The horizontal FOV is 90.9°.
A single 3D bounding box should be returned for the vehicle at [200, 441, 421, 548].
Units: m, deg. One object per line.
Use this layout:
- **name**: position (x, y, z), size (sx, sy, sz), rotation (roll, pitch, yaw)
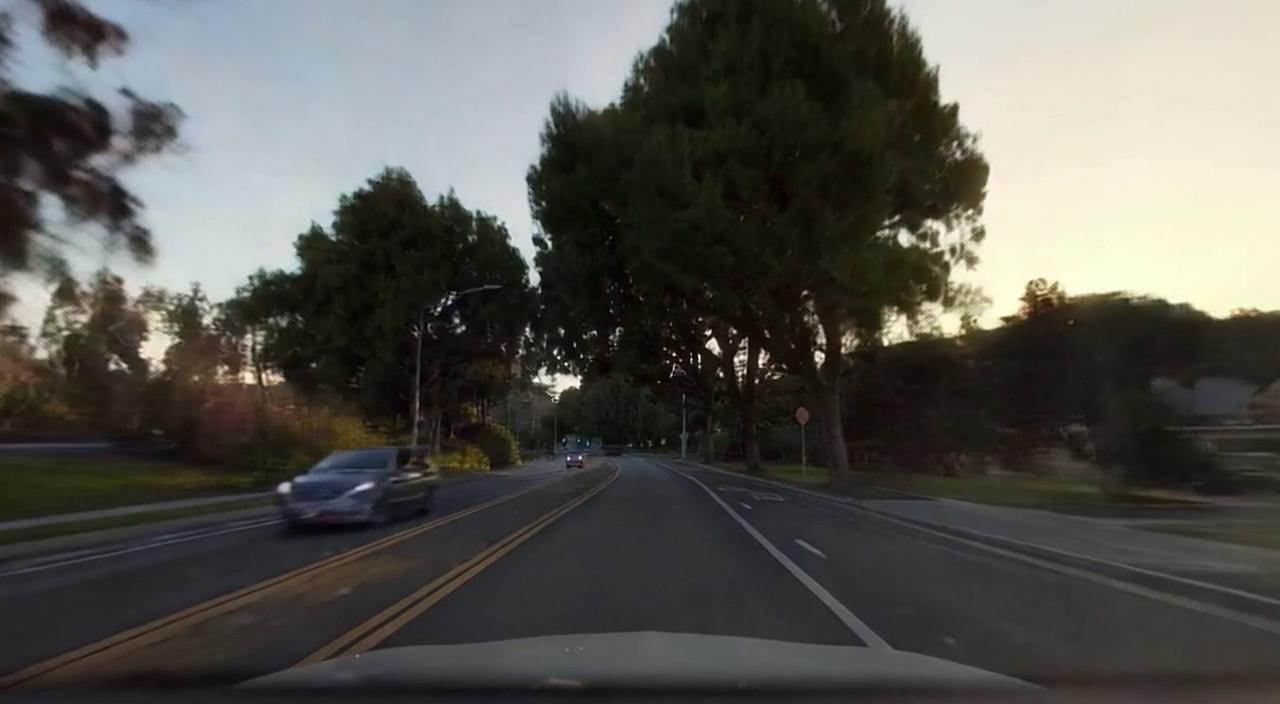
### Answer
- **vehicle**: position (-5.508, 2.376, 11.222), size (1.816, 1.543, 3.931), rotation (0, -8, 0)
